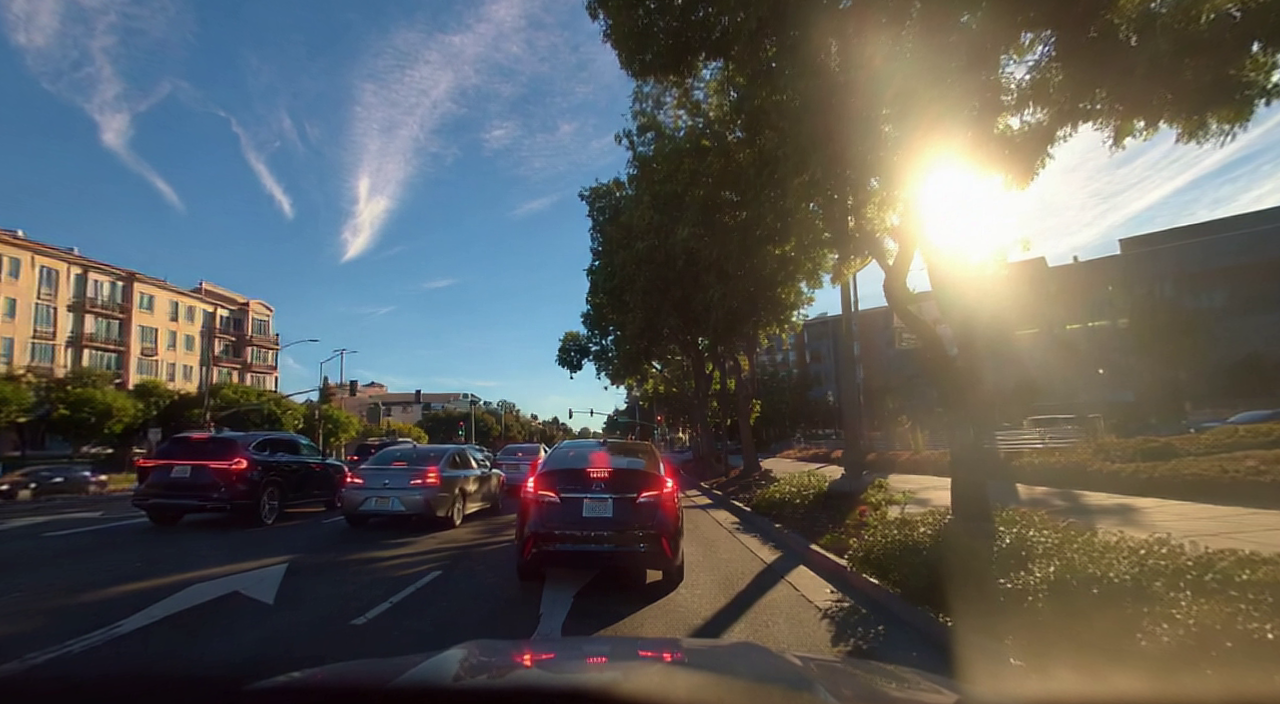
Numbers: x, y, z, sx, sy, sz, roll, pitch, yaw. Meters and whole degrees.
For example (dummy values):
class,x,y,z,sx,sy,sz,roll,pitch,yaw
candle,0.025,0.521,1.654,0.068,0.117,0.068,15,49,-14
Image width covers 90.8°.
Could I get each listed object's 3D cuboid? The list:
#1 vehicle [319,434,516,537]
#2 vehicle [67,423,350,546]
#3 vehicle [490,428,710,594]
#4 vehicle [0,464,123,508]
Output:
class,x,y,z,sx,sy,sz,roll,pitch,yaw
vehicle,-3.793,2.344,11.799,1.913,1.521,4.539,0,-9,1
vehicle,-7.342,2.272,11.472,2.068,1.784,4.224,0,-9,1
vehicle,-0.384,1.803,8.002,2.066,1.544,3.954,0,-9,0
vehicle,-26.148,5.923,28.211,1.983,1.617,5.013,-2,-8,-1
